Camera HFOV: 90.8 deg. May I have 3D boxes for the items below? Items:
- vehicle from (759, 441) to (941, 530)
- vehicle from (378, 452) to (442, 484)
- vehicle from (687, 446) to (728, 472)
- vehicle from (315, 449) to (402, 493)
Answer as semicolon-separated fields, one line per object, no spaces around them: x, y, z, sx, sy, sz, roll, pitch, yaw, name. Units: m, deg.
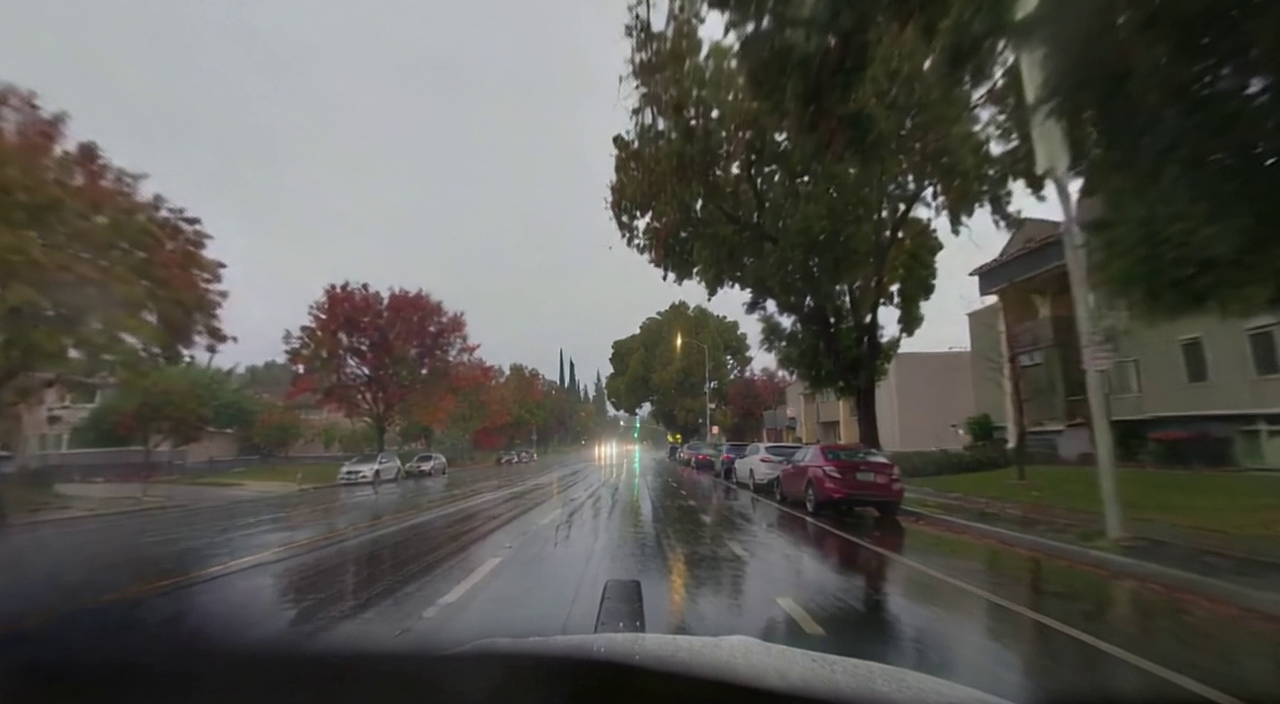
3.996;2.609;13.096;2.100;1.478;4.816;0;-8;0;vehicle
-14.007;7.073;38.819;2.239;1.645;4.700;-2;-8;-1;vehicle
4.013;6.410;38.058;1.845;1.443;4.531;0;-8;-2;vehicle
-13.687;5.773;31.124;2.220;1.747;4.980;-2;-8;-2;vehicle
